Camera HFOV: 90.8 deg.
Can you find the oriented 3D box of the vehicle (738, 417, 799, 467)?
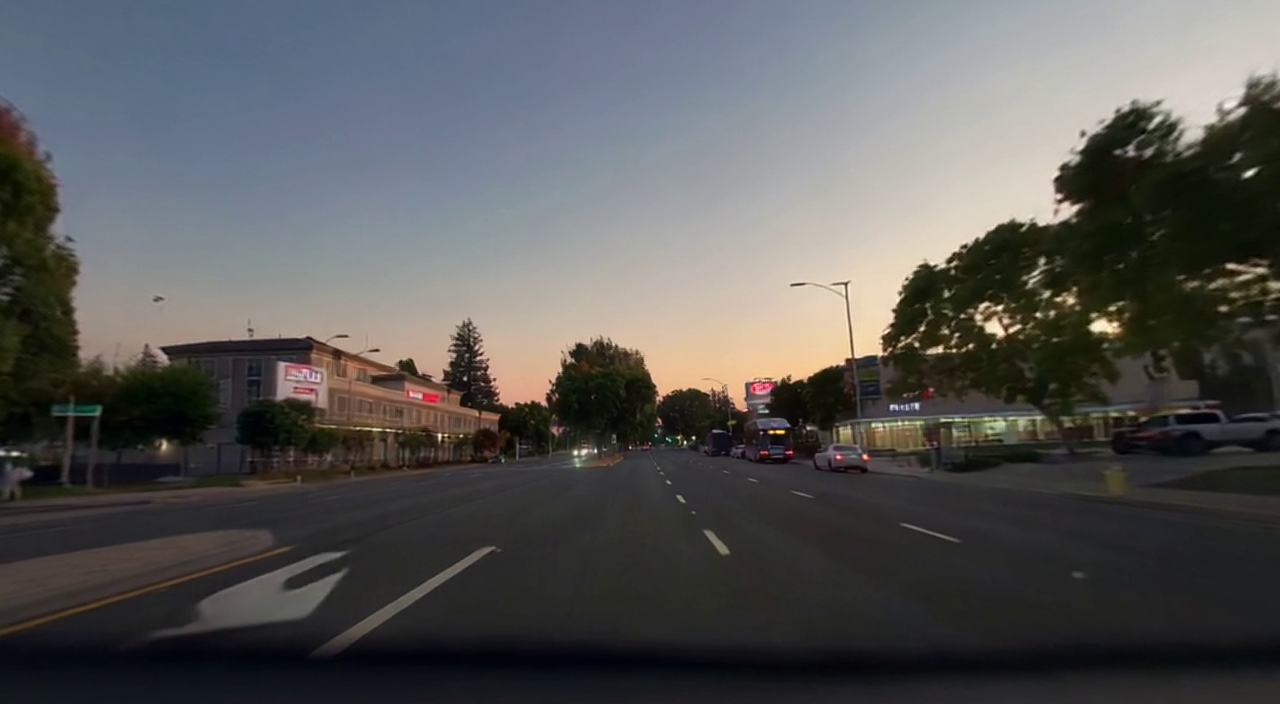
[{"bbox_3d":[9.920,7.138,49.763,2.897,3.584,7.857,0,-9,-2],"label":"vehicle"}]

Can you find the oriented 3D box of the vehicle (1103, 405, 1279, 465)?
[{"bbox_3d":[23.283,3.500,26.582,2.529,2.138,6.511,-1,-8,-1],"label":"vehicle"}]

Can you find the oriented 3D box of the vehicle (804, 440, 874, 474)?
[{"bbox_3d":[10.265,5.449,32.953,2.085,1.630,4.403,0,-9,-1],"label":"vehicle"}]
